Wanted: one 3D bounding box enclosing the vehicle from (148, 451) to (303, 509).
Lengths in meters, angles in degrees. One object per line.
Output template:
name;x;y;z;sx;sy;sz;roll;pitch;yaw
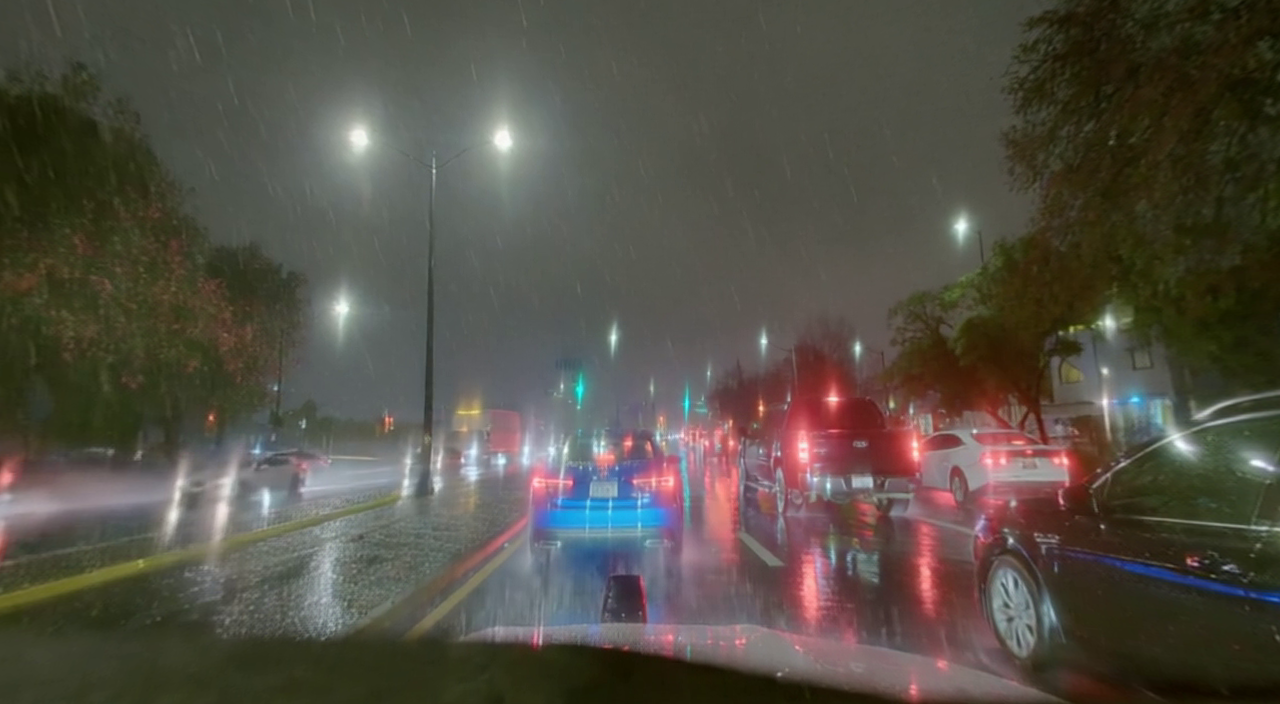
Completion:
vehicle;-12.544;3.858;19.388;1.907;1.522;4.115;0;-9;1

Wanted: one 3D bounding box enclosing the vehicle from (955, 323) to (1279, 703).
vehicle;3.166;0.754;2.057;1.982;1.709;4.427;0;-9;1

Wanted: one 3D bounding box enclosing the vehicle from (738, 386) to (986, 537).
vehicle;3.538;1.950;11.677;2.444;2.098;5.766;0;-9;-1

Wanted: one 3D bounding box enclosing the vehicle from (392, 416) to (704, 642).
vehicle;-0.565;1.498;6.324;2.111;1.506;4.018;0;-8;2
